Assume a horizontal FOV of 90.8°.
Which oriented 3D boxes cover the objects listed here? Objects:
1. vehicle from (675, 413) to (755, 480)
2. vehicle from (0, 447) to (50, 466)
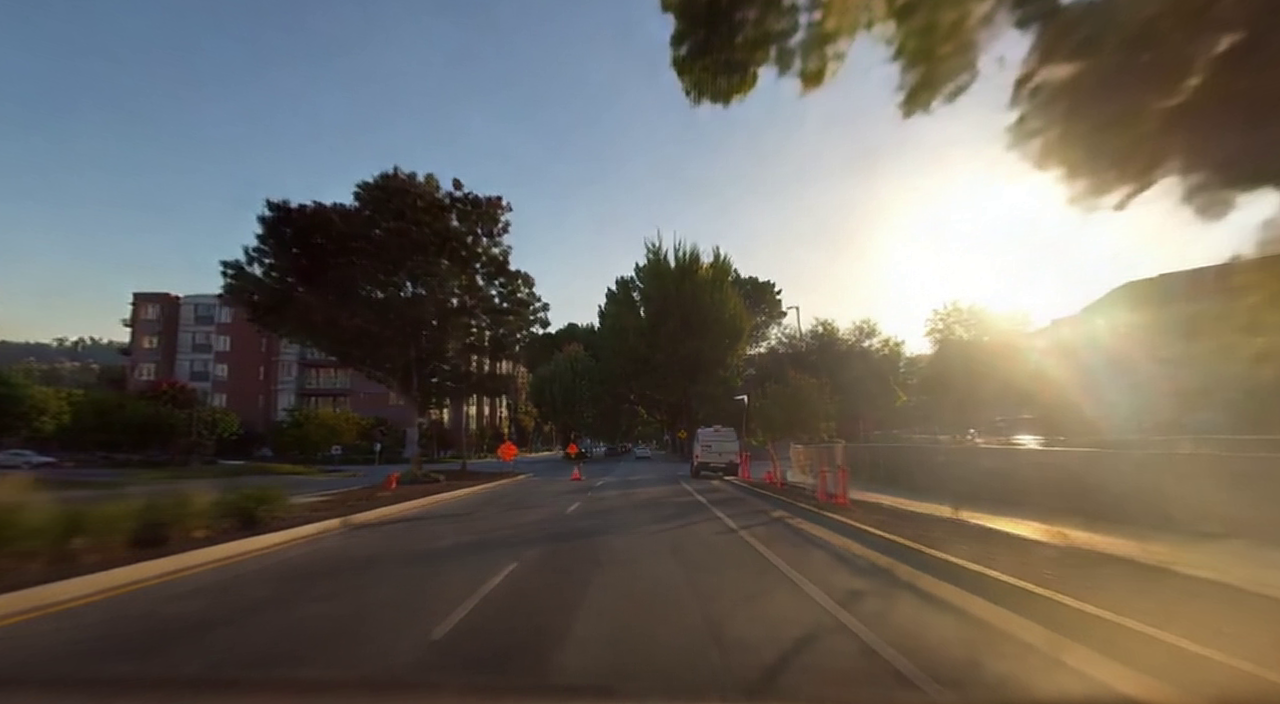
[{"bbox_3d":[3.188,4.117,27.673,2.849,2.686,3.176,-1,-8,-4],"label":"vehicle"},{"bbox_3d":[-47.834,7.886,47.813,1.773,1.435,4.806,0,-9,-1],"label":"vehicle"}]
